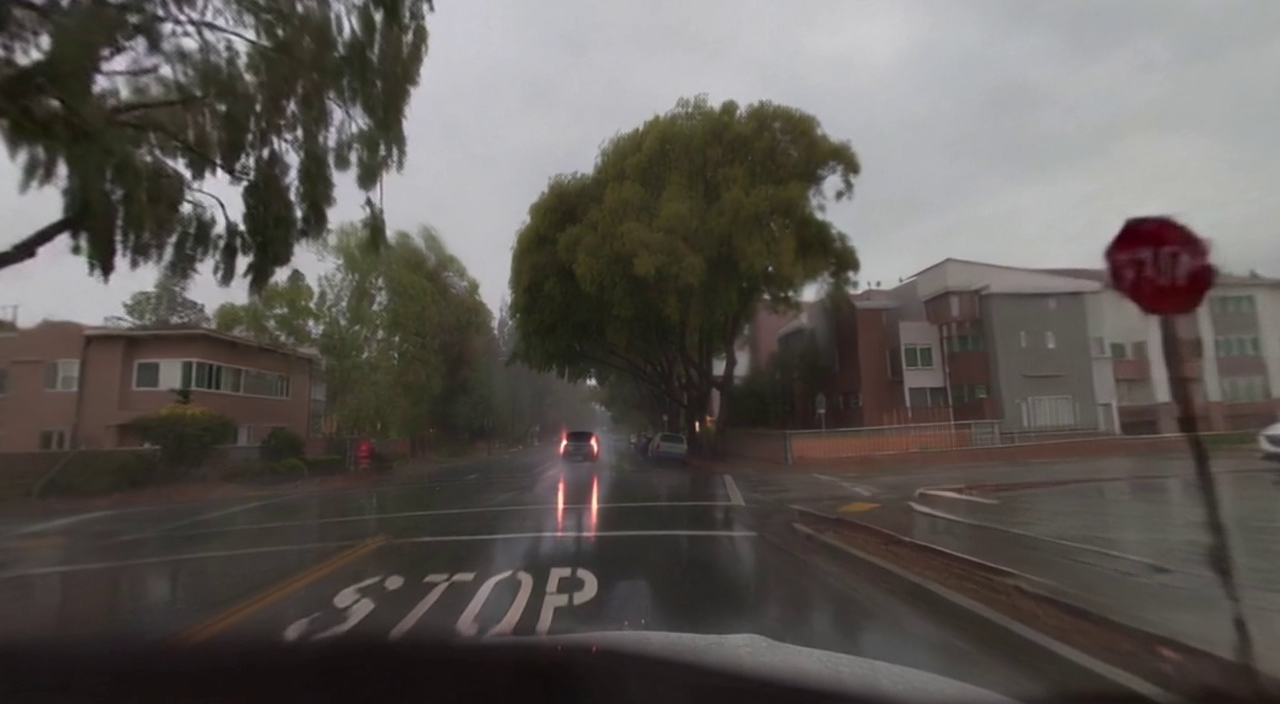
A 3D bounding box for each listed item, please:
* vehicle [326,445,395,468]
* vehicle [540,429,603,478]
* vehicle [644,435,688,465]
[{"bbox_3d":[-19.069,7.140,43.101,3.806,1.501,1.892,0,-8,-2],"label":"vehicle"},{"bbox_3d":[-2.540,3.907,24.466,2.172,1.722,4.201,0,-8,-3],"label":"vehicle"},{"bbox_3d":[1.412,5.524,35.670,1.987,1.608,3.883,1,-8,-5],"label":"vehicle"}]
